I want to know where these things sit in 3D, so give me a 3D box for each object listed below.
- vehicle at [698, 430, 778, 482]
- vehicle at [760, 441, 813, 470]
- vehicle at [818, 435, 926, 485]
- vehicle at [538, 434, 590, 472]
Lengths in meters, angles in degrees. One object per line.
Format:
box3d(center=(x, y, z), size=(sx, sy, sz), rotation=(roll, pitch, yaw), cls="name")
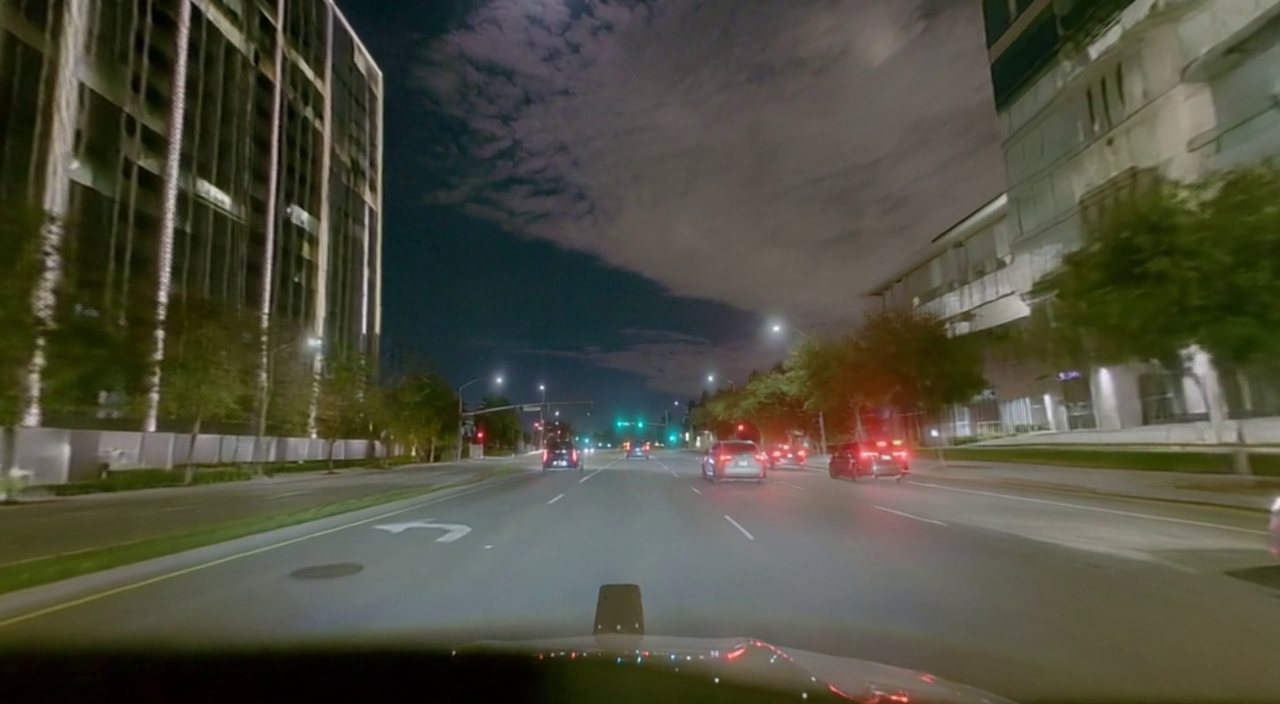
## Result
box3d(center=(3.564, 3.902, 23.891), size=(2.152, 1.742, 4.704), rotation=(0, -8, -1), cls="vehicle")
box3d(center=(8.029, 5.706, 35.067), size=(1.884, 1.478, 4.164), rotation=(0, -8, 0), cls="vehicle")
box3d(center=(7.898, 3.711, 22.061), size=(1.944, 1.503, 4.723), rotation=(0, -8, -1), cls="vehicle")
box3d(center=(-3.797, 5.147, 32.357), size=(2.155, 1.797, 3.989), rotation=(0, -8, 0), cls="vehicle")
